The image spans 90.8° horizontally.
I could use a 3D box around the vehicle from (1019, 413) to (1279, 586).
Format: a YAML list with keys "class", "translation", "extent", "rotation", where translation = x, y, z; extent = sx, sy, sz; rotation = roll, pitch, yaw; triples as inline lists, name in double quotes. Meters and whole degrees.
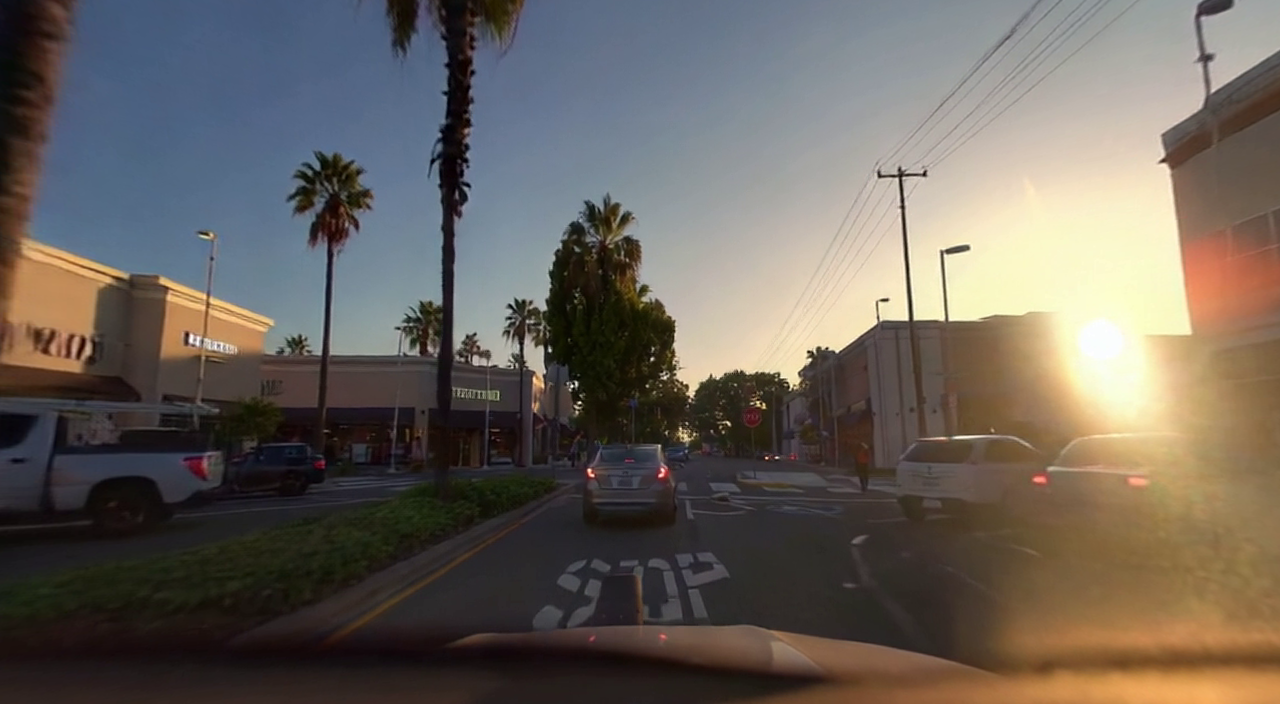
- class: "vehicle"
  translation: [6.594, 1.666, 7.871]
  extent: [3.754, 1.592, 1.939]
  rotation: [7, -11, -39]

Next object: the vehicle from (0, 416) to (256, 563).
- class: "vehicle"
  translation: [-10.216, 2.009, 9.630]
  extent: [6.873, 2.051, 2.823]
  rotation: [6, -9, -44]

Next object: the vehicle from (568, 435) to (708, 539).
- class: "vehicle"
  translation: [0.119, 2.267, 11.213]
  extent: [2.031, 1.479, 3.969]
  rotation: [-1, -9, 4]

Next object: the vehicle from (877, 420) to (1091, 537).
- class: "vehicle"
  translation: [6.335, 2.163, 11.388]
  extent: [4.623, 1.650, 1.937]
  rotation: [8, -12, -43]
